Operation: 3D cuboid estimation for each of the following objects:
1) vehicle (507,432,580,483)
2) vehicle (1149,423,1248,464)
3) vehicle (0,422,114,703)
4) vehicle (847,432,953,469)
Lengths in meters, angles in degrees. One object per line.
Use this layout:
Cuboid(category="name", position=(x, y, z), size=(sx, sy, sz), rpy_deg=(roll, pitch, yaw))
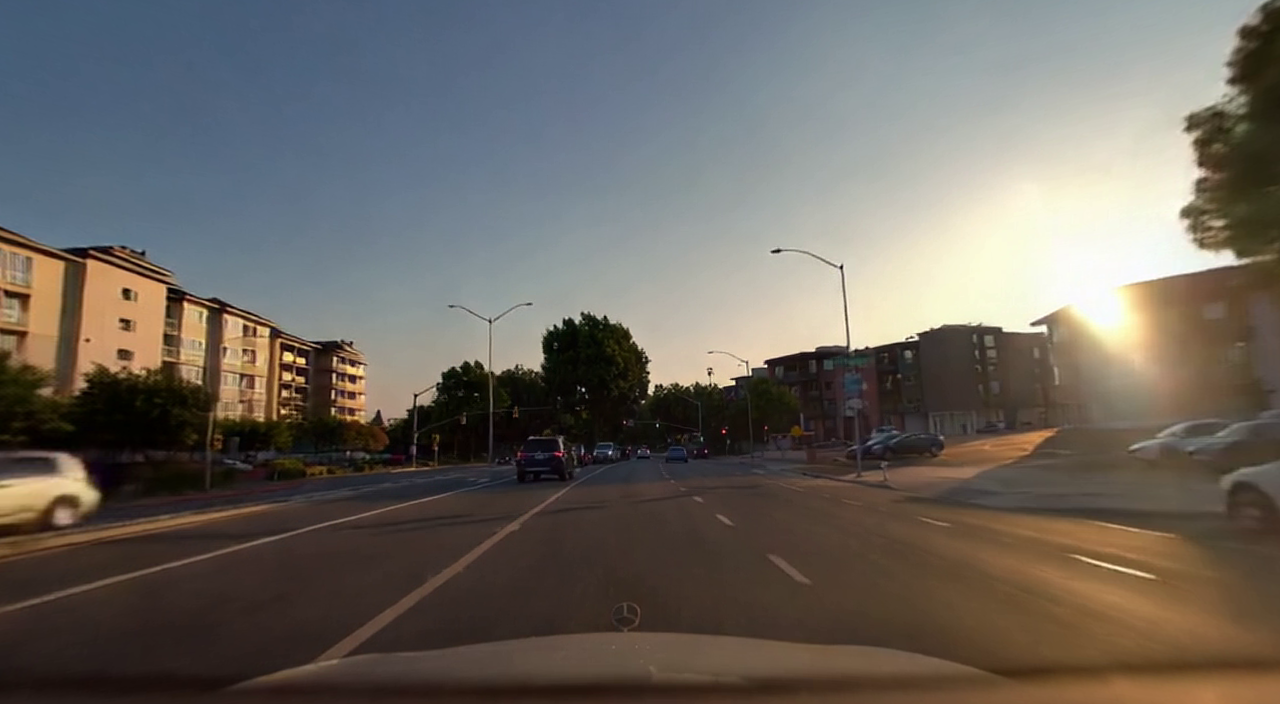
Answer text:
Cuboid(category="vehicle", position=(-3.862, 4.367, 26.311), size=(2.220, 1.888, 4.904), rpy_deg=(0, -9, 1))
Cuboid(category="vehicle", position=(21.878, 3.618, 24.954), size=(1.901, 1.450, 4.504), rpy_deg=(-5, -10, 29))
Cuboid(category="vehicle", position=(-3.800, 0.774, 1.014), size=(2.144, 1.447, 4.421), rpy_deg=(0, -9, -1))
Cuboid(category="vehicle", position=(12.695, 4.843, 31.130), size=(4.399, 1.722, 2.202), rpy_deg=(-2, -9, 11))
